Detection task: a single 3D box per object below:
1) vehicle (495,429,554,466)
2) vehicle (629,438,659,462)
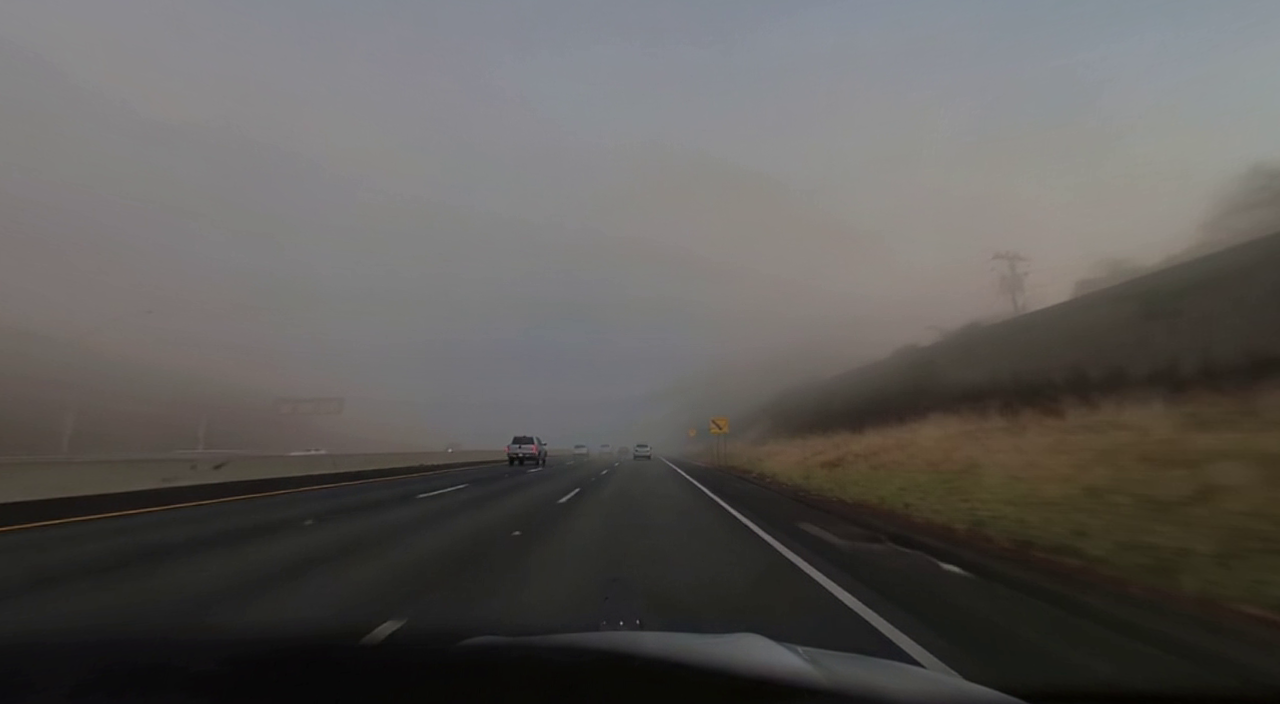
[{"bbox_3d":[-6.692,5.655,37.303,2.438,1.967,5.596,0,-8,0],"label":"vehicle"},{"bbox_3d":[0.260,7.416,47.720,2.141,1.706,4.065,0,-8,-1],"label":"vehicle"}]
